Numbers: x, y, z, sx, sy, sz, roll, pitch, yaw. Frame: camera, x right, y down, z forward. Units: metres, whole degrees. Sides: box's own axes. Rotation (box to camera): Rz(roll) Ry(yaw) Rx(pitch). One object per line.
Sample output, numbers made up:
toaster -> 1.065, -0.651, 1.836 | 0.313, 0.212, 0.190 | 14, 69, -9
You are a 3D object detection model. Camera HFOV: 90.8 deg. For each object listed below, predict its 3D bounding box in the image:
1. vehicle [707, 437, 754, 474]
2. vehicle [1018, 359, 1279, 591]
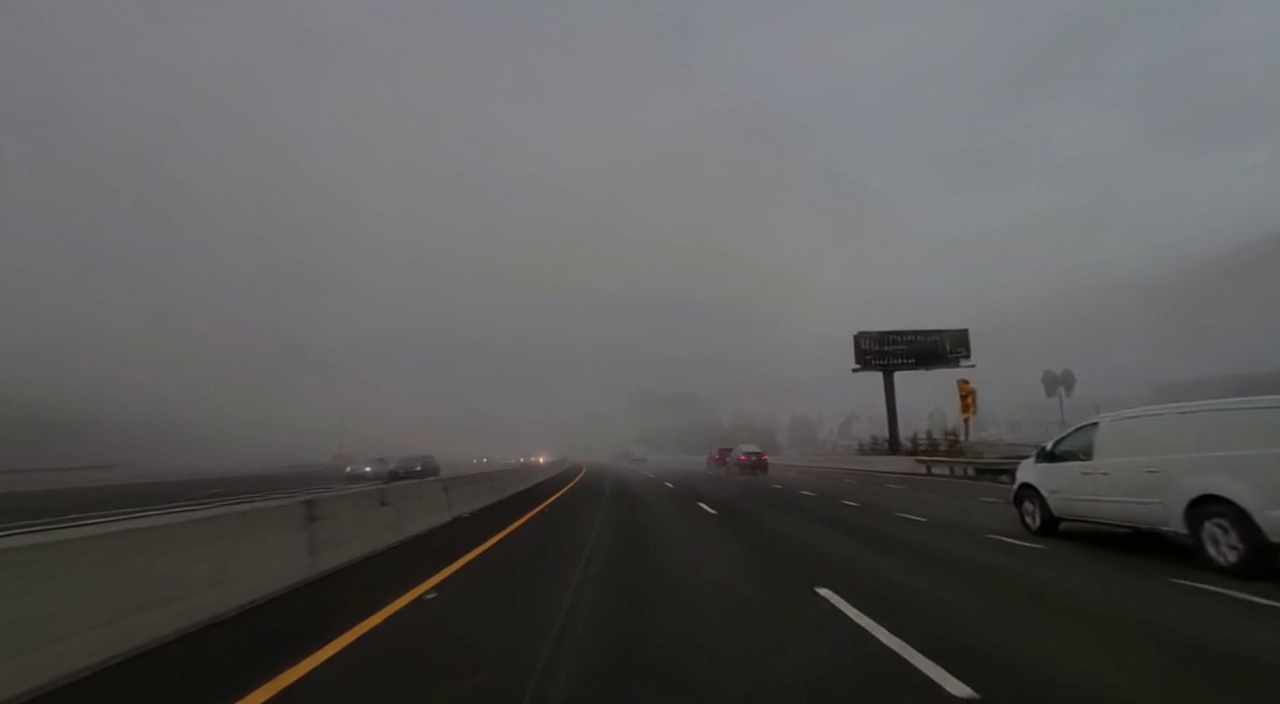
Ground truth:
vehicle -> 5.739, 6.649, 40.769 | 2.043, 2.154, 4.731 | 0, -9, -3
vehicle -> 6.536, 1.205, 6.472 | 2.181, 1.952, 4.973 | 0, -9, 0
